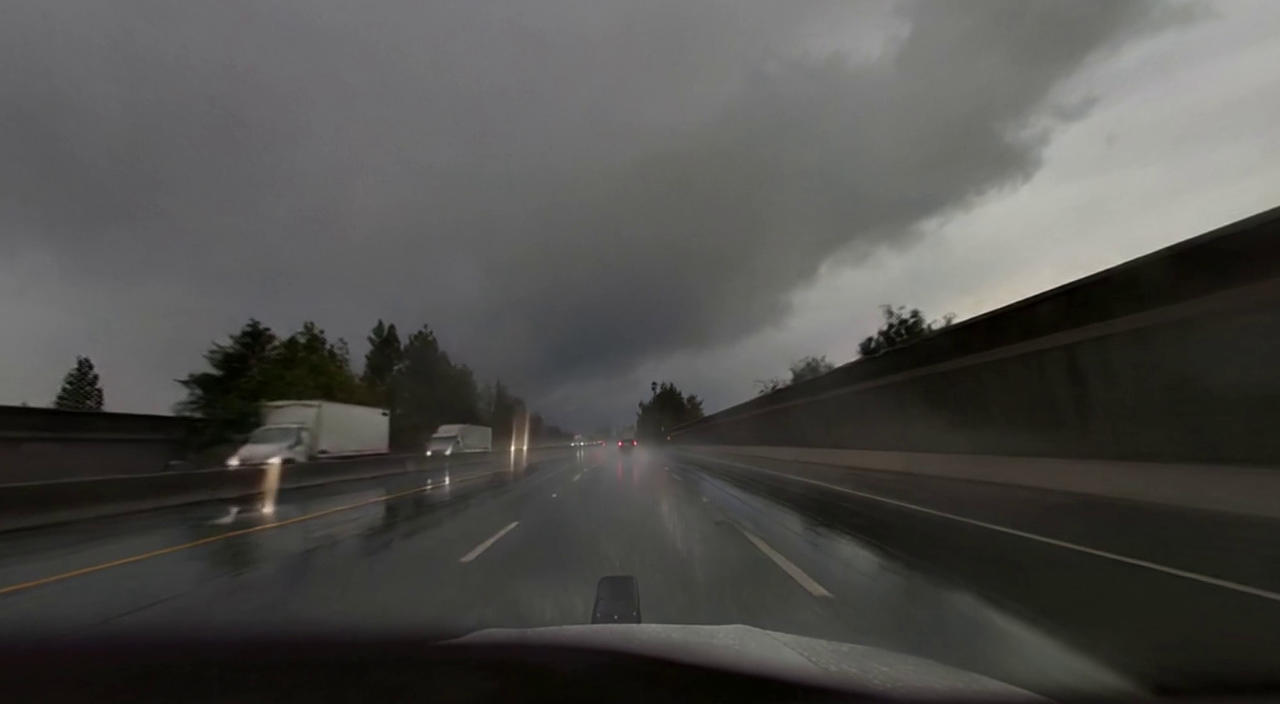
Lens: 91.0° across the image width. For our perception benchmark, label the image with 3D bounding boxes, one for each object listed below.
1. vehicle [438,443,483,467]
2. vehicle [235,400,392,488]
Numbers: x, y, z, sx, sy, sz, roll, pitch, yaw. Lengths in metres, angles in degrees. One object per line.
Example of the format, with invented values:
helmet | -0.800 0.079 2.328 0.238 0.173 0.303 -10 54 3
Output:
vehicle | -12.255 7.036 43.186 1.875 1.470 4.357 0 -8 -1
vehicle | -16.129 4.673 32.314 2.970 3.779 9.719 0 -8 -1
